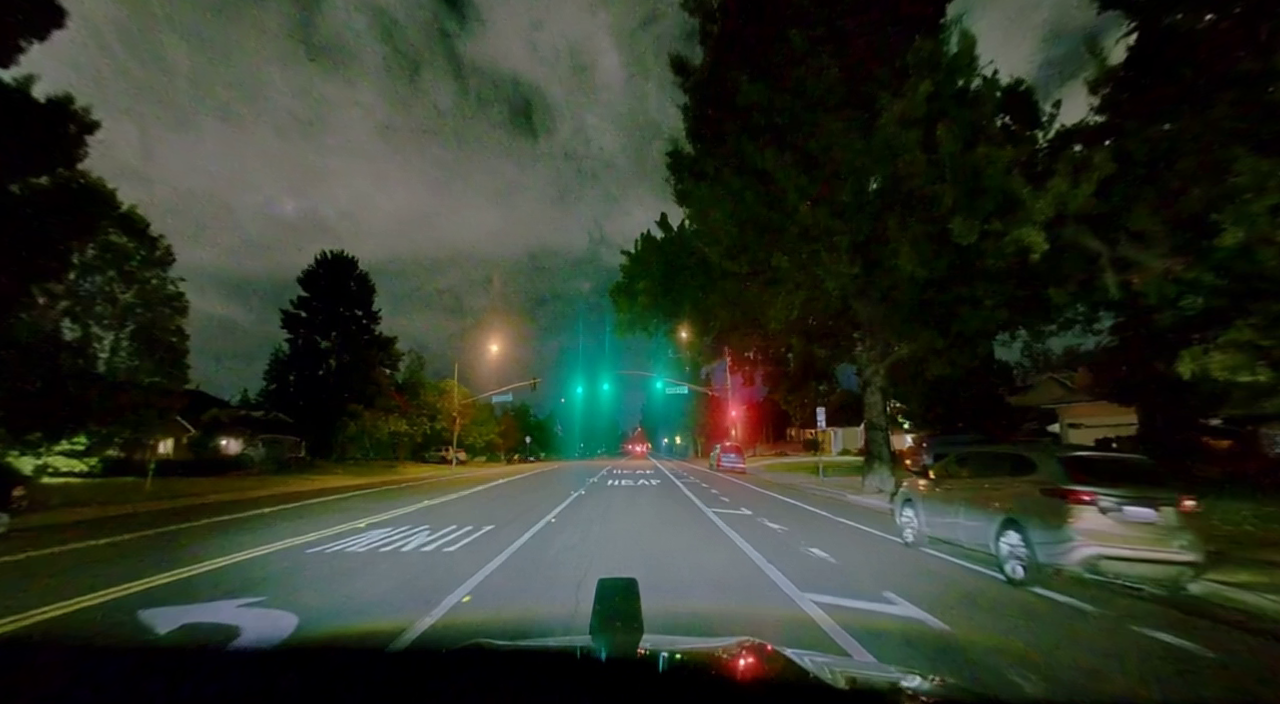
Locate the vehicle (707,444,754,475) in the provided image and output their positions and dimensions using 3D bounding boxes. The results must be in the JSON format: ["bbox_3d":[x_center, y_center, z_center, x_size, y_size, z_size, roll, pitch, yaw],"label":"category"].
[{"bbox_3d":[5.085,6.117,36.101,1.979,1.637,4.321,0,-9,-1],"label":"vehicle"}]

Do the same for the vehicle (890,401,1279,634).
[{"bbox_3d":[4.882,1.709,7.389,2.182,1.755,4.351,5,-8,2],"label":"vehicle"}]
